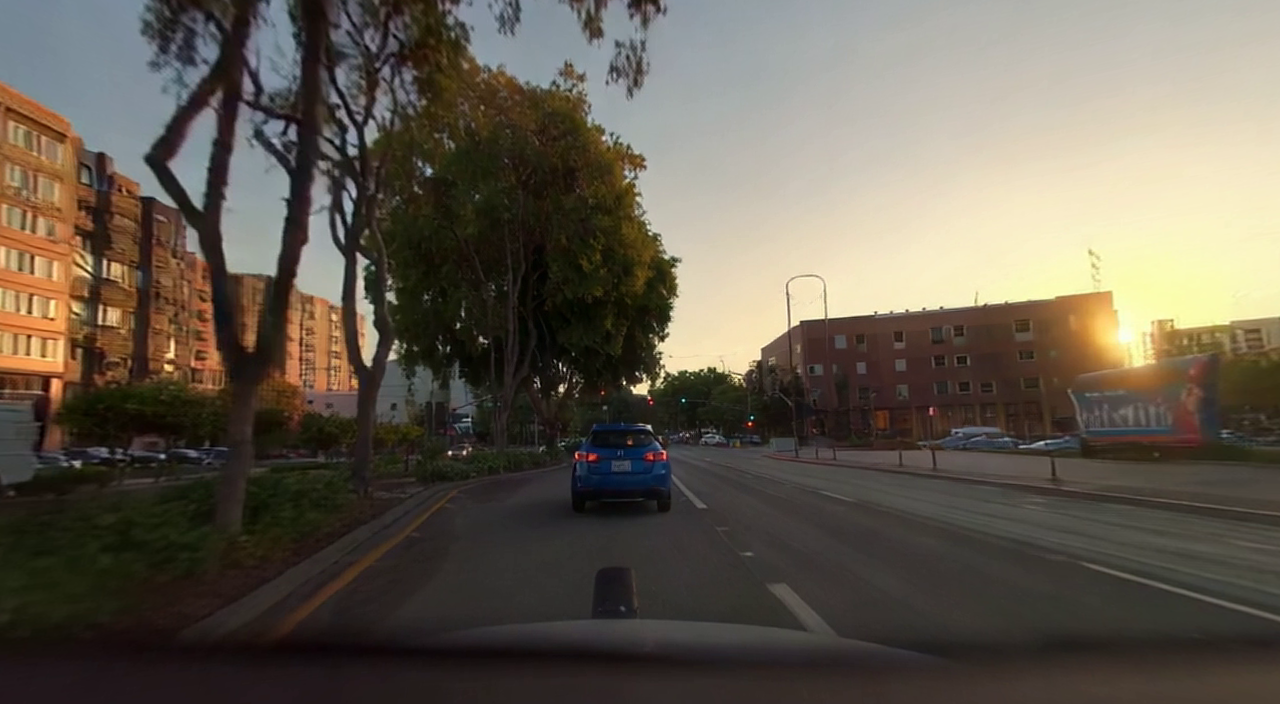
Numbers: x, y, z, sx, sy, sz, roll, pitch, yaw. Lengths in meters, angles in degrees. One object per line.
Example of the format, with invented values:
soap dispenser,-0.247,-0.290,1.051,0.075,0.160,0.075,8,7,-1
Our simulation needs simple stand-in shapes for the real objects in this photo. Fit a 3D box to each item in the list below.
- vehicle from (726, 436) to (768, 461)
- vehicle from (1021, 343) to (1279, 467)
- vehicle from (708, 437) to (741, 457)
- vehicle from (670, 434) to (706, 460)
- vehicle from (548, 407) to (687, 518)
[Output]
vehicle,6.566,5.956,39.053,1.777,1.443,3.942,0,-8,-1
vehicle,18.462,2.232,23.509,3.269,3.755,8.862,0,-8,2
vehicle,6.521,7.368,49.162,1.854,1.466,4.420,0,-8,0
vehicle,3.031,6.124,40.741,1.929,1.590,4.287,0,-8,0
vehicle,-0.394,2.130,12.567,2.277,1.816,4.192,0,-8,-1
